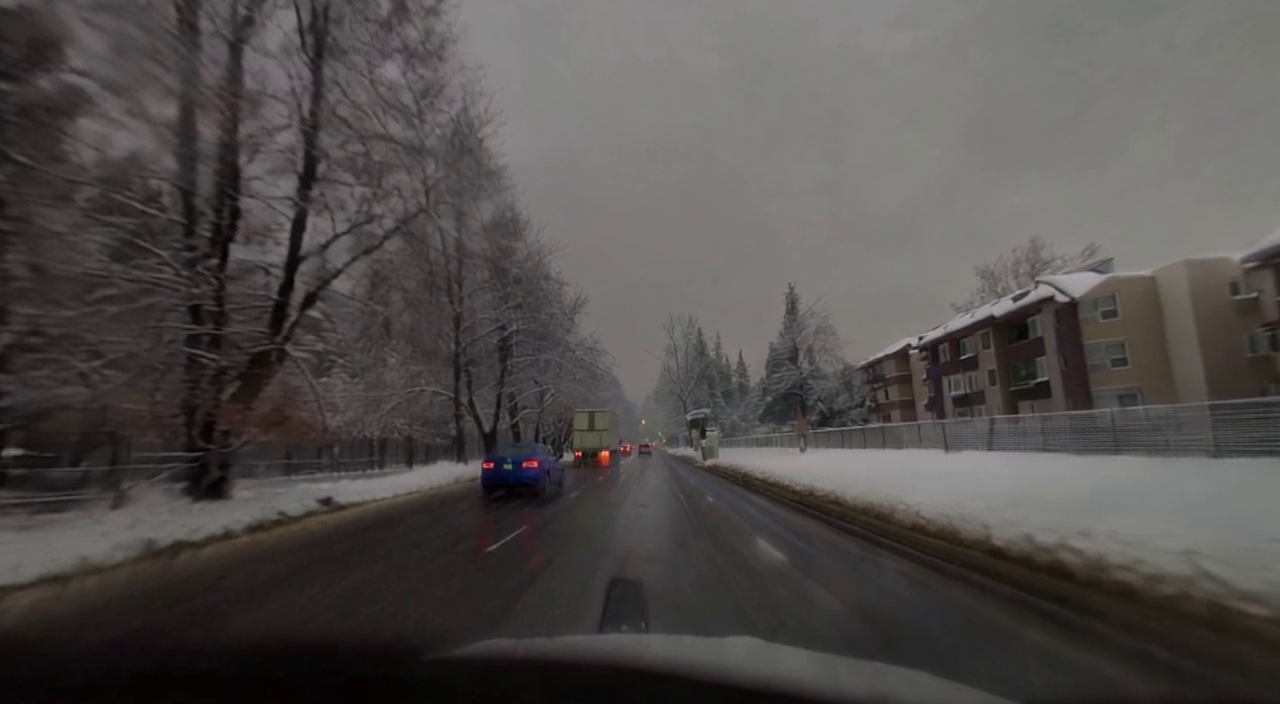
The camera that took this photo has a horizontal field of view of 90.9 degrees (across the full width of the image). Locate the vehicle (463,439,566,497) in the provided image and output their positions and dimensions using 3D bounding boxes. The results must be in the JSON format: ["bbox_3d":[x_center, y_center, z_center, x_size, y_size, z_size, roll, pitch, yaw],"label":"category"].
[{"bbox_3d":[-3.487,3.296,18.403,2.005,1.462,4.345,-1,-8,2],"label":"vehicle"}]

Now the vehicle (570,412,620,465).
[{"bbox_3d":[-2.949,6.046,43.714,2.746,3.276,8.572,0,-8,0],"label":"vehicle"}]
